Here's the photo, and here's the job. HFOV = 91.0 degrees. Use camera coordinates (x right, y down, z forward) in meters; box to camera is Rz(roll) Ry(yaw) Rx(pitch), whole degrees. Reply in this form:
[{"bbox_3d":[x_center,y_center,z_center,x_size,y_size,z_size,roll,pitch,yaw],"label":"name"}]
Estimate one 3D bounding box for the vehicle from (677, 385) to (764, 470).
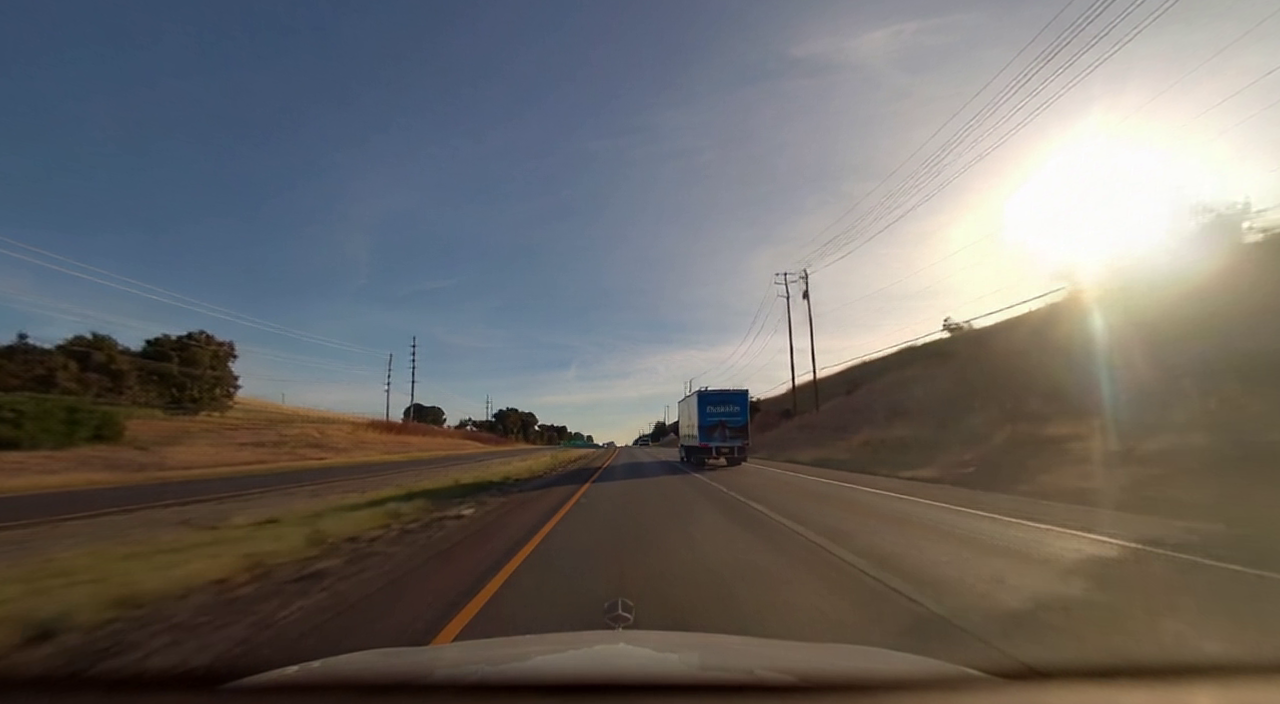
[{"bbox_3d":[3.783,3.948,32.242,3.037,3.672,9.136,0,-8,-1],"label":"vehicle"}]
